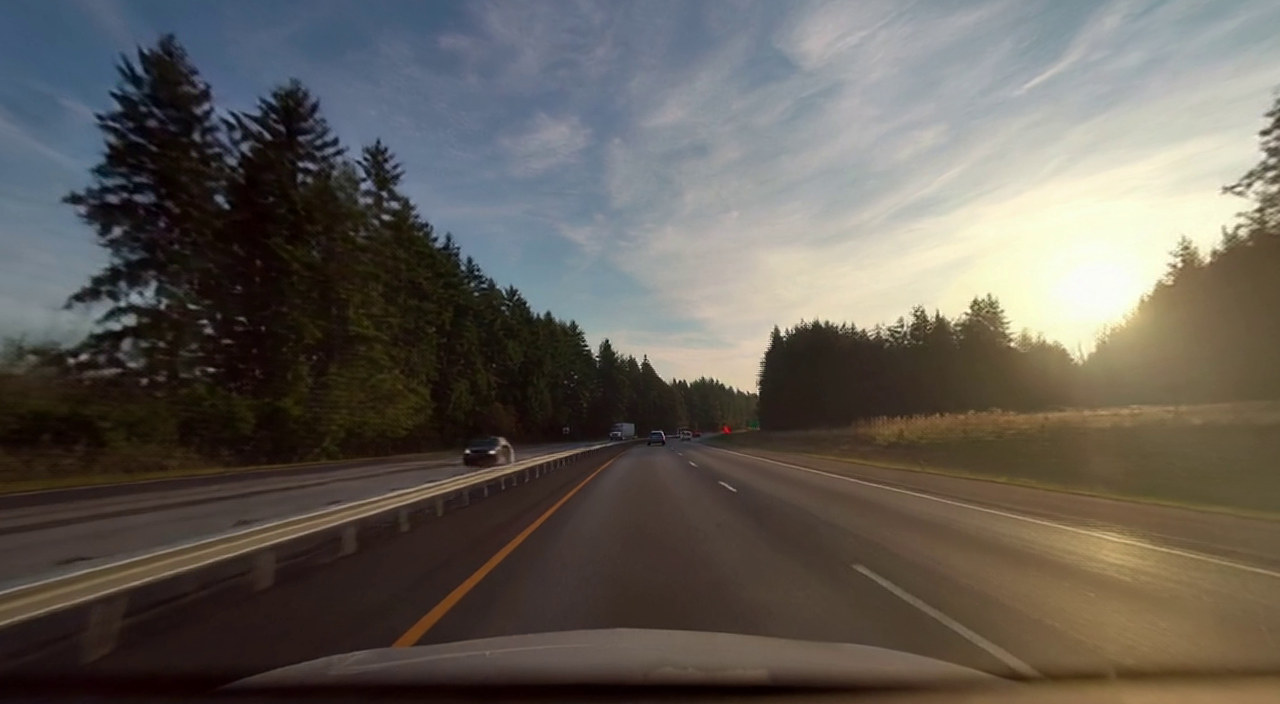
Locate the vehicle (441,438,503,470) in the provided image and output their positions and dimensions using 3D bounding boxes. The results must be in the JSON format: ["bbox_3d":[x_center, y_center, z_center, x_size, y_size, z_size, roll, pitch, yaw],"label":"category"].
[{"bbox_3d":[-8.329,5.064,31.640,1.890,1.490,4.463,0,-8,0],"label":"vehicle"}]
